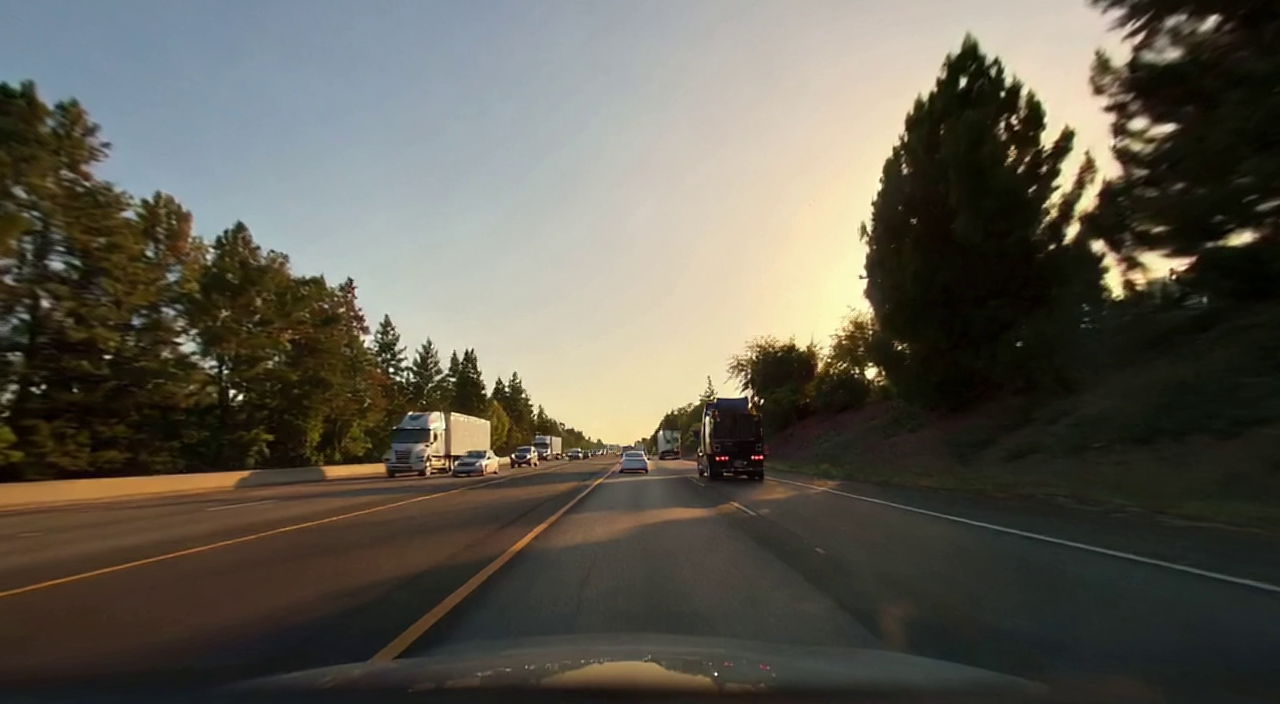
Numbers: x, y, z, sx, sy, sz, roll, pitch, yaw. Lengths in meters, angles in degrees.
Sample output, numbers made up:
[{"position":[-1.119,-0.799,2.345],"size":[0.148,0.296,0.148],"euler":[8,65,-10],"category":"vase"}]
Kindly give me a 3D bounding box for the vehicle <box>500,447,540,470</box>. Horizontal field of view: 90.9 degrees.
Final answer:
[{"position":[-8.663,7.704,45.723],"size":[1.993,1.515,4.232],"euler":[0,-9,1],"category":"vehicle"}]

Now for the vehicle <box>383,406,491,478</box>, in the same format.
[{"position":[-13.260,6.253,43.062],"size":[2.880,4.084,13.982],"euler":[0,-9,0],"category":"vehicle"}]

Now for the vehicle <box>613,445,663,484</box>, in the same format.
[{"position":[-0.077,4.633,26.210],"size":[1.939,1.495,3.612],"euler":[0,-9,0],"category":"vehicle"}]

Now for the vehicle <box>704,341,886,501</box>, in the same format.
[{"position":[4.638,2.803,23.066],"size":[2.842,4.060,13.939],"euler":[0,-9,-1],"category":"vehicle"}]
